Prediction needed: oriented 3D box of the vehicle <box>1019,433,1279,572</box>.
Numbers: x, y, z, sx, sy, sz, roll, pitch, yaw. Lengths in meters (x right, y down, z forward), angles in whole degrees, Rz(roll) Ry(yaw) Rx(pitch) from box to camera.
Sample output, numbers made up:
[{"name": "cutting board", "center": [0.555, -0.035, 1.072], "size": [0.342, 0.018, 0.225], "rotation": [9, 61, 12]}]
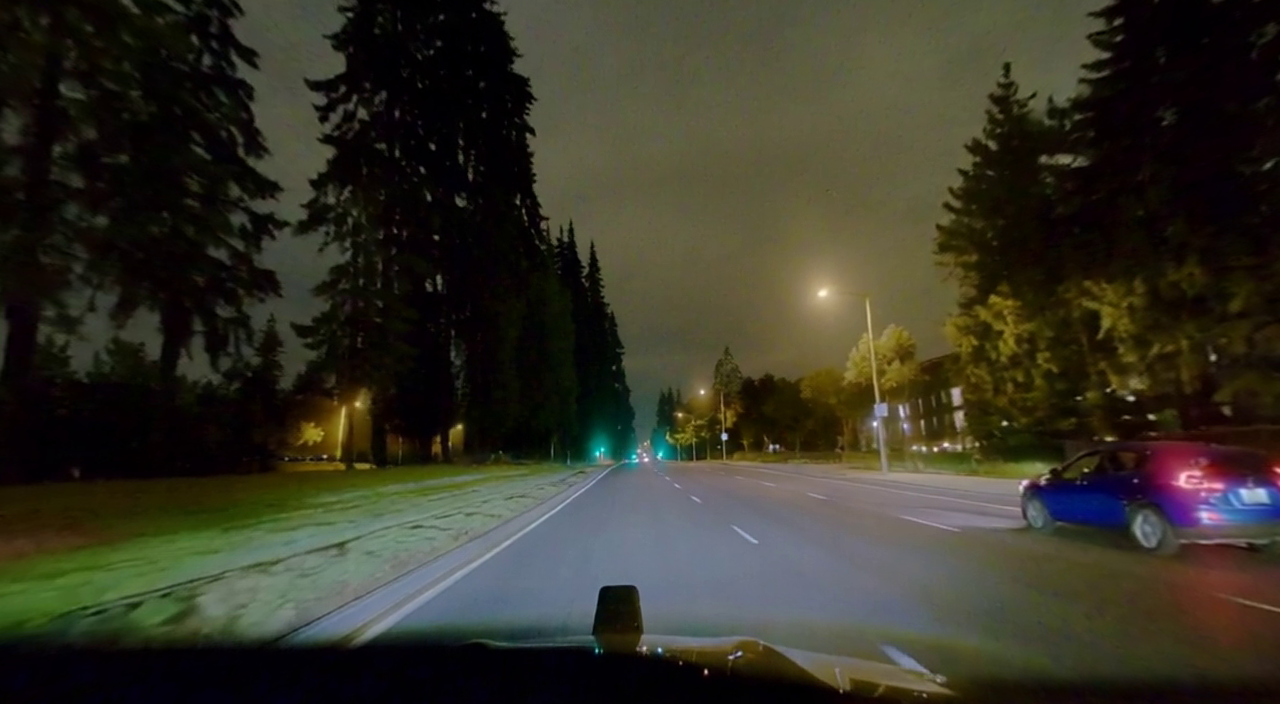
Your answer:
[{"name": "vehicle", "center": [7.272, 1.923, 8.772], "size": [1.797, 1.518, 3.433], "rotation": [0, -8, -1]}]
